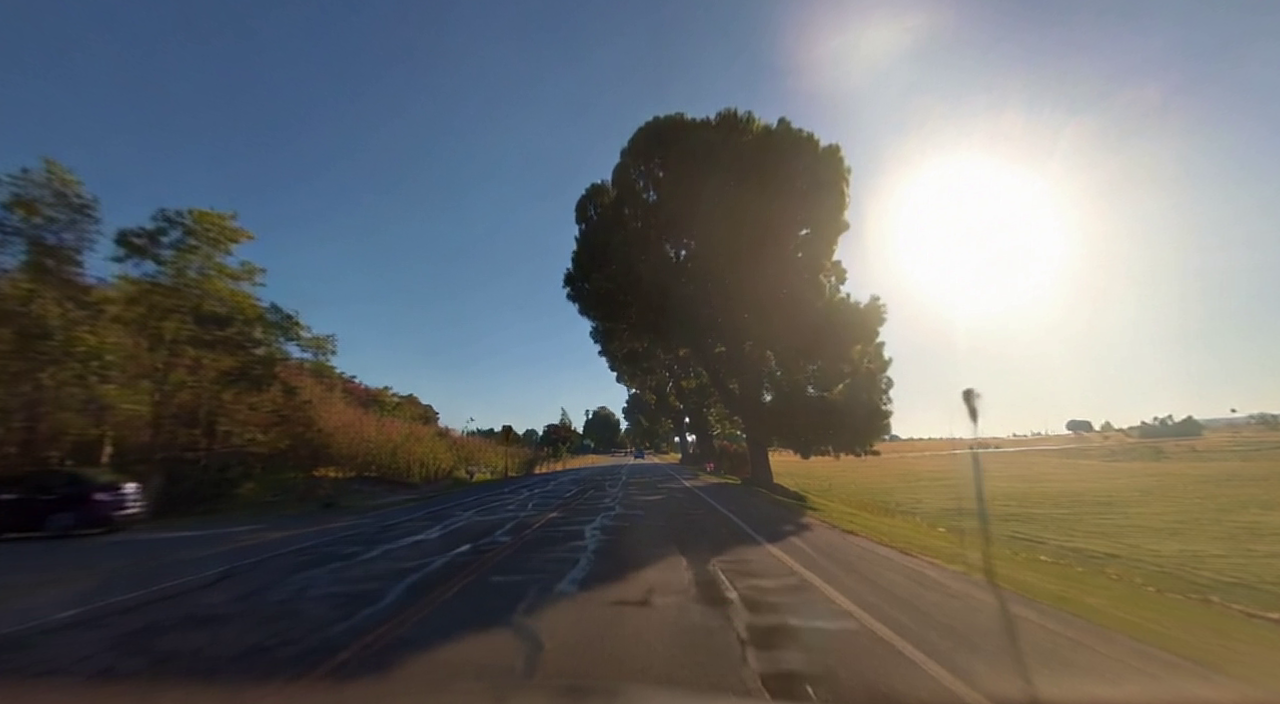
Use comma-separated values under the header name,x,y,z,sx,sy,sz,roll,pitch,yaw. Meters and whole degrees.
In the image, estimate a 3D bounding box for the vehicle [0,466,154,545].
name,x,y,z,sx,sy,sz,roll,pitch,yaw
vehicle,-12.862,3.080,12.878,4.266,1.425,1.759,0,-9,-3
